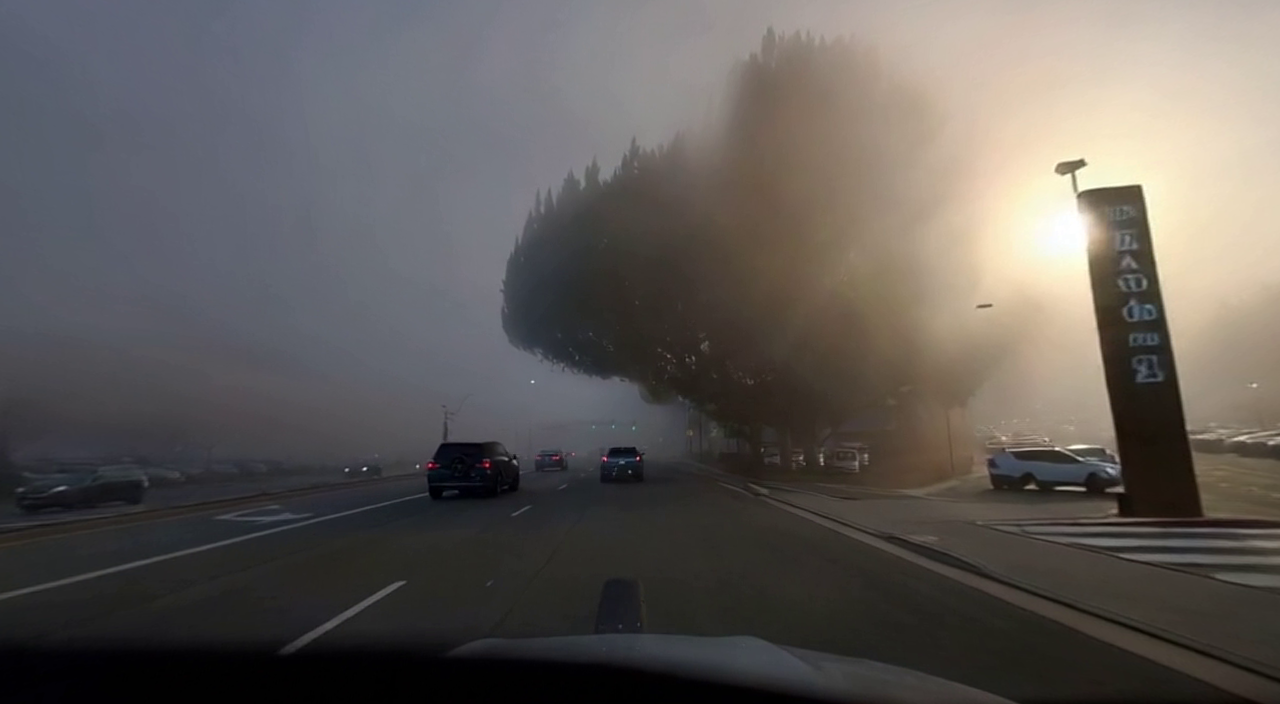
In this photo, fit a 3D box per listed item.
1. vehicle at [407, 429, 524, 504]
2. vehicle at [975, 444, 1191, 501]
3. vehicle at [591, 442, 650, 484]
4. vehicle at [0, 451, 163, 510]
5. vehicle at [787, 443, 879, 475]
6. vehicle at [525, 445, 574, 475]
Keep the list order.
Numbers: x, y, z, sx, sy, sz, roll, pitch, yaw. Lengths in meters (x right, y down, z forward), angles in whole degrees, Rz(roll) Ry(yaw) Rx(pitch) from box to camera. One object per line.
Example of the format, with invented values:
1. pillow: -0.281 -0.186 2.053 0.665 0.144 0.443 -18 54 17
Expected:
1. vehicle: -4.691 3.136 17.726 2.096 1.807 4.413 0 -8 -1
2. vehicle: 13.357 3.641 19.383 4.877 1.603 2.197 -1 -8 4
3. vehicle: -0.743 4.222 24.301 2.061 1.469 3.954 0 -8 -2
4. vehicle: -22.806 5.129 25.813 2.221 2.017 5.861 -2 -8 -2
5. vehicle: 12.127 6.714 39.961 5.102 1.889 2.038 0 -8 -4
6. vehicle: -4.776 5.787 34.113 1.973 1.456 4.850 0 -9 0
